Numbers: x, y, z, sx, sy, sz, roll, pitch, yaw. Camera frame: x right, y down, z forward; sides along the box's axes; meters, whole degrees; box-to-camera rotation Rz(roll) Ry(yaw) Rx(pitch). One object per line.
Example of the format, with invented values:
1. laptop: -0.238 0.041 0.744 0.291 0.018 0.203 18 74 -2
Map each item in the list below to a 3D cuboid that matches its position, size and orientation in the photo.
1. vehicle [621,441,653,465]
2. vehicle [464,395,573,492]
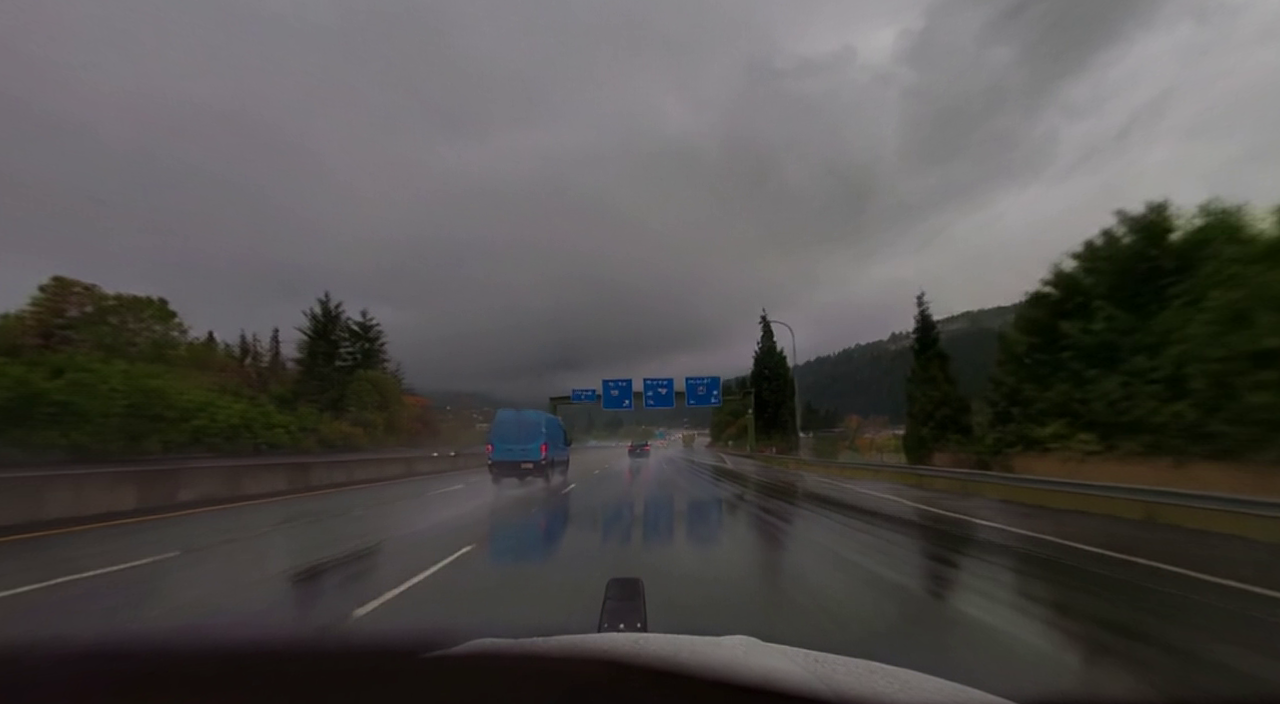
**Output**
1. vehicle: -0.214 7.204 45.093 2.183 1.662 3.968 0 -9 0
2. vehicle: -3.768 3.049 20.988 2.382 2.736 5.982 0 -9 1
